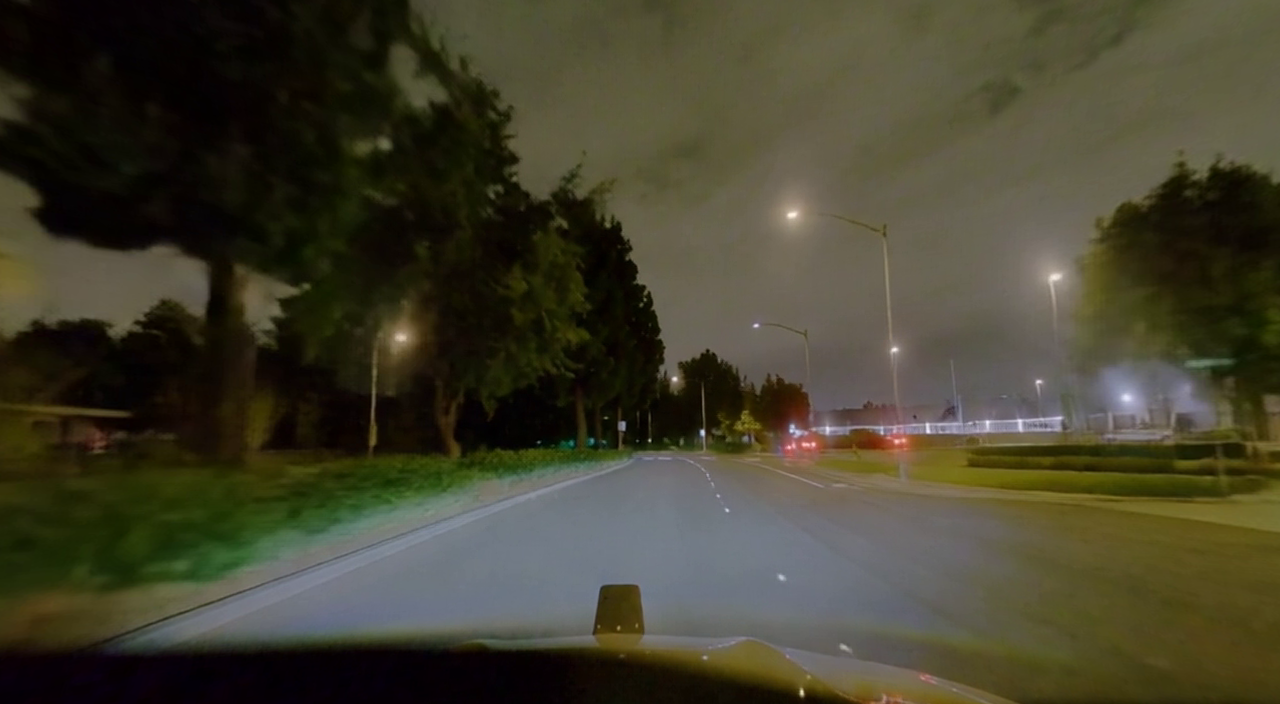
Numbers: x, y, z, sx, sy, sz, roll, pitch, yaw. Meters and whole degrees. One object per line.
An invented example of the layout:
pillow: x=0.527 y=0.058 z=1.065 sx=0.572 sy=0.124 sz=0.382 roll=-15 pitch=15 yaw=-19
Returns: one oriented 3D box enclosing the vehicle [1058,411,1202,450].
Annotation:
vehicle: x=31.242 y=5.117 z=40.421 sx=2.569 sy=2.236 sz=6.684 roll=7 pitch=-11 yaw=-36
